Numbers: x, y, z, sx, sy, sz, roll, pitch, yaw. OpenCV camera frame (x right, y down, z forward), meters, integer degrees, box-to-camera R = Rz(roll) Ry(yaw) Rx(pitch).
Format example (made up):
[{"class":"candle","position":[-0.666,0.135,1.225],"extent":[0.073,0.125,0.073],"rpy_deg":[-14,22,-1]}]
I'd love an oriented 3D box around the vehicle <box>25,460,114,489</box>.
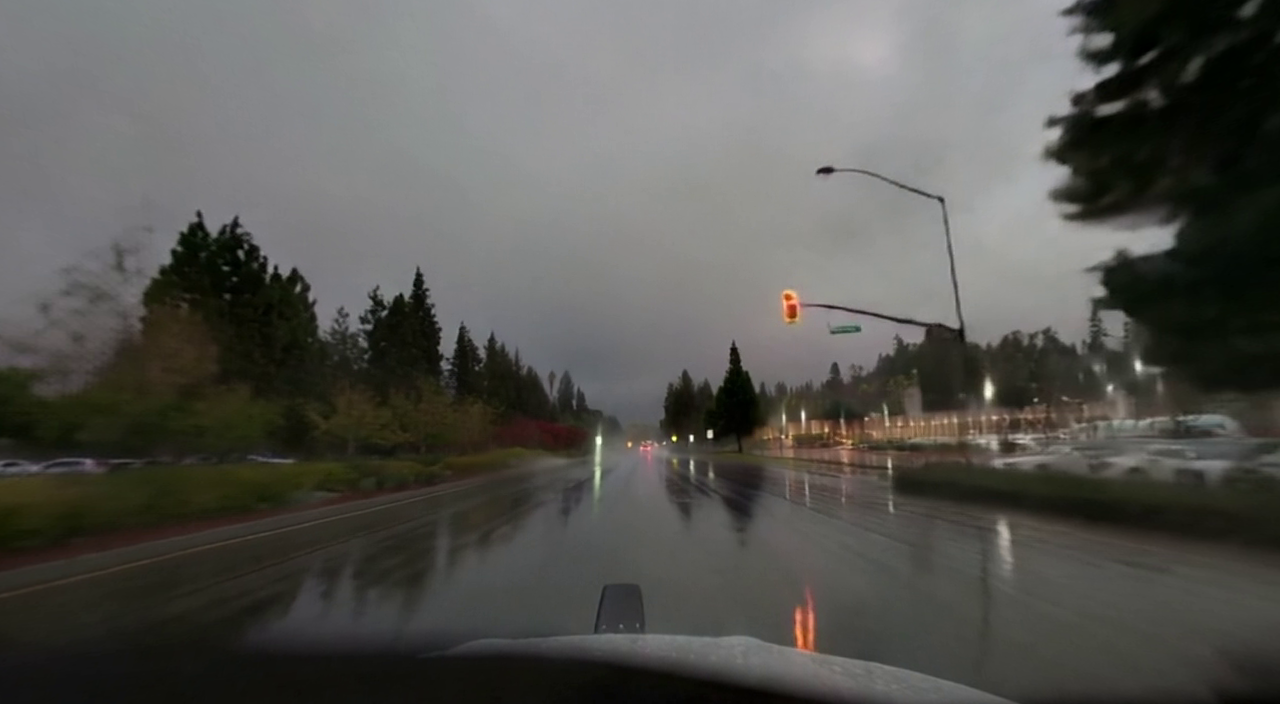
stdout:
[{"class":"vehicle","position":[-35.414,7.607,39.265],"extent":[4.028,1.534,1.716],"rpy_deg":[-3,-9,3]}]

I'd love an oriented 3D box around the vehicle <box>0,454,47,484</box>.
[{"class":"vehicle","position":[-46.788,8.592,46.459],"extent":[1.771,2.027,4.572],"rpy_deg":[0,-8,1]}]
